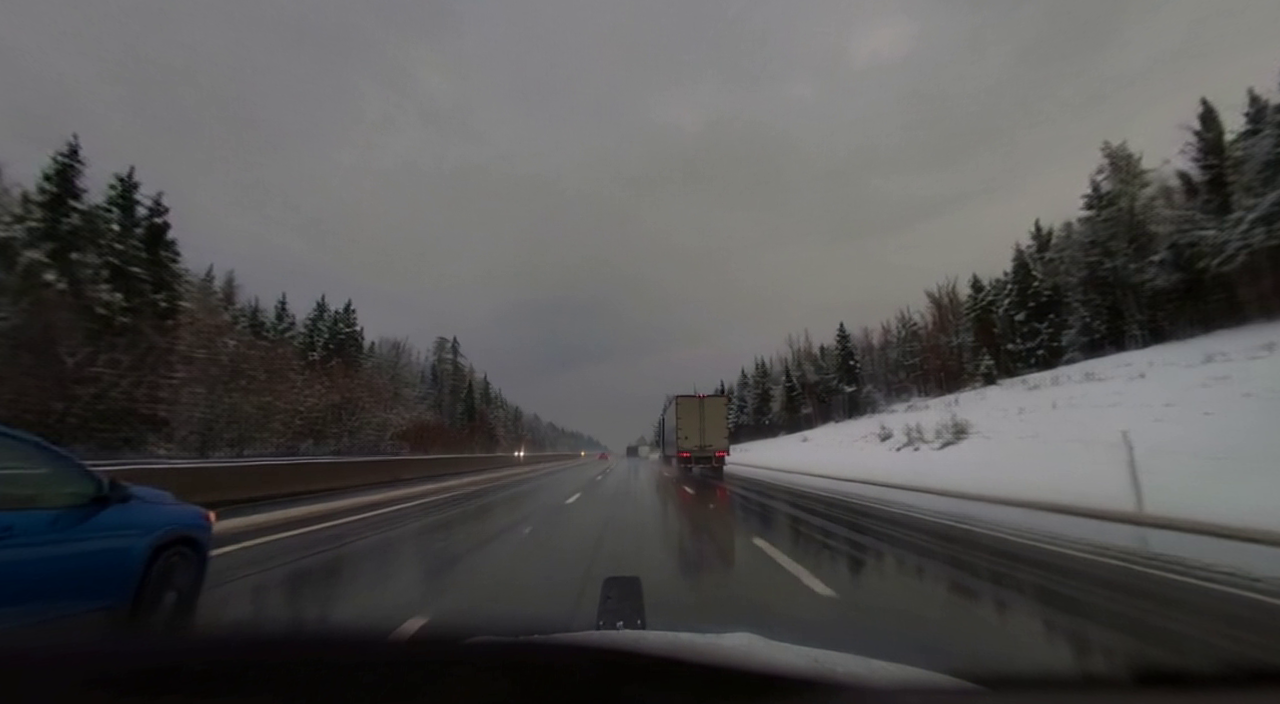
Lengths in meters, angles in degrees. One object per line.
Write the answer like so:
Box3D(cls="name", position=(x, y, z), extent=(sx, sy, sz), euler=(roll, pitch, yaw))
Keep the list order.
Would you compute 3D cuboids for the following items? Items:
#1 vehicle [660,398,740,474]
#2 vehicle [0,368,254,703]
Box3D(cls="vehicle", position=(3.630, 6.114, 44.358), extent=(3.532, 4.201, 17.611), euler=(0, -9, -1))
Box3D(cls="vehicle", position=(-4.065, 0.881, 2.671), extent=(2.115, 1.670, 4.261), euler=(0, -9, 0))
